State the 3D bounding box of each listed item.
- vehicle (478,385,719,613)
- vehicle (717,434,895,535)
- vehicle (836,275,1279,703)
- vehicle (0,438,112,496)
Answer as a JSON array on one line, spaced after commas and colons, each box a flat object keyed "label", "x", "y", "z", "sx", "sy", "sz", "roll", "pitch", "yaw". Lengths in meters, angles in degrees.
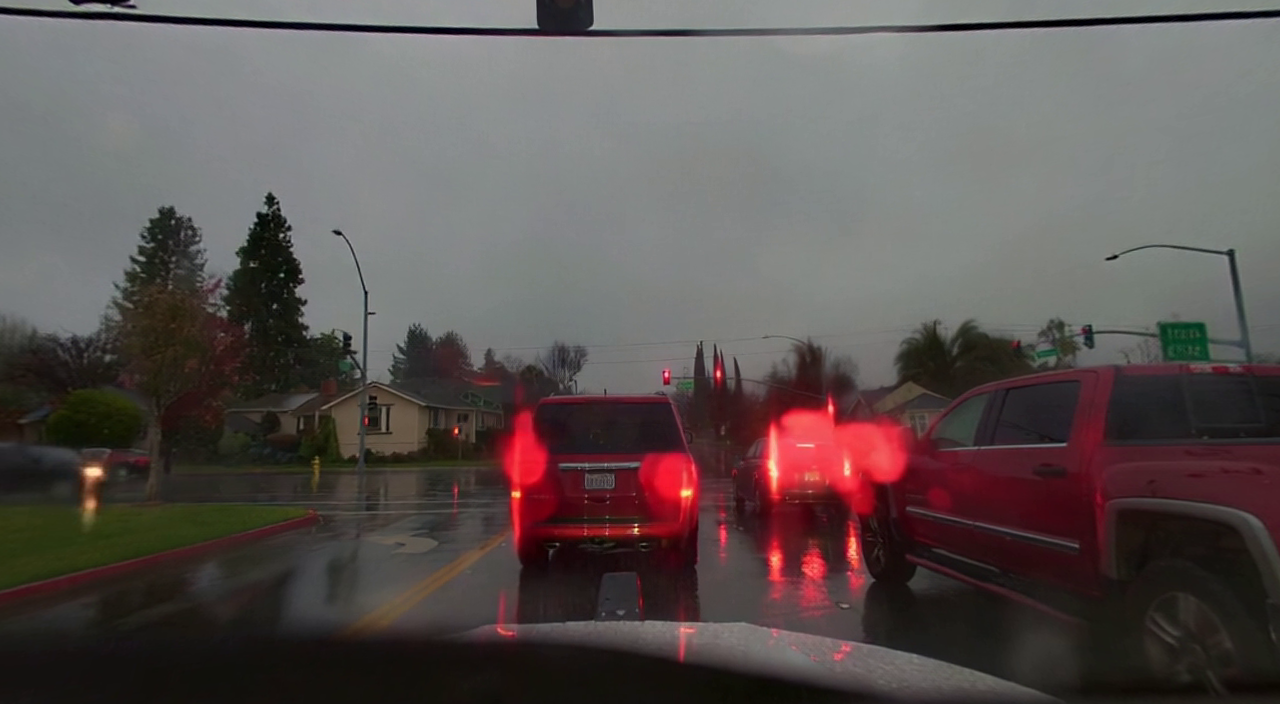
[{"label": "vehicle", "x": -0.218, "y": 1.408, "z": 6.778, "sx": 1.915, "sy": 1.780, "sz": 3.379, "roll": -1, "pitch": -8, "yaw": 4}, {"label": "vehicle", "x": 2.711, "y": 2.266, "z": 11.531, "sx": 1.952, "sy": 1.465, "sz": 4.421, "roll": 0, "pitch": -8, "yaw": -2}, {"label": "vehicle", "x": 2.975, "y": 0.945, "z": 3.800, "sx": 1.886, "sy": 1.849, "sz": 5.070, "roll": 0, "pitch": -8, "yaw": -1}, {"label": "vehicle", "x": -20.261, "y": 3.662, "z": 20.289, "sx": 4.635, "sy": 1.755, "sz": 1.882, "roll": 1, "pitch": -8, "yaw": -7}]
